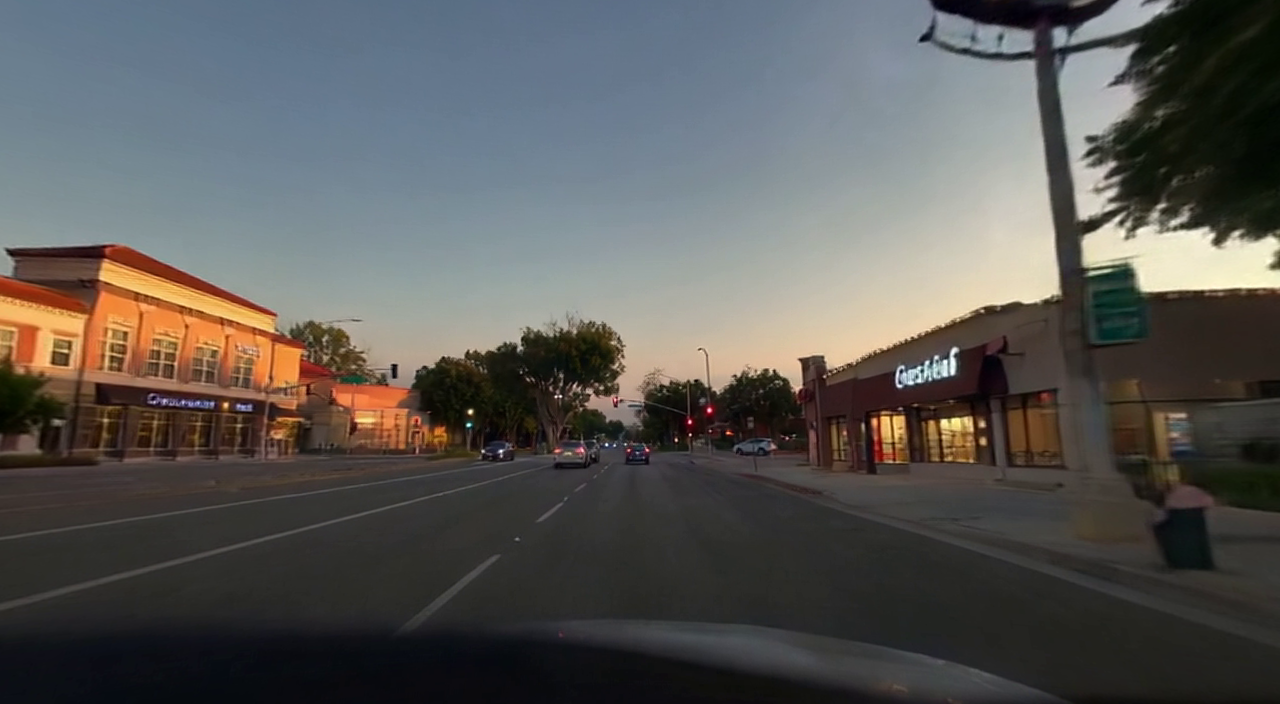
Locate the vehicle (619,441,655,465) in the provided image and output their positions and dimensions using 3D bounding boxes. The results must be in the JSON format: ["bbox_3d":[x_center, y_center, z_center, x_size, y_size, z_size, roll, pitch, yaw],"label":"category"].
[{"bbox_3d":[-0.170,6.792,42.637,2.258,1.507,3.896,0,-8,2],"label":"vehicle"}]

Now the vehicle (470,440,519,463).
[{"bbox_3d":[-9.928,6.879,43.456,2.096,1.474,4.585,-1,-9,2],"label":"vehicle"}]

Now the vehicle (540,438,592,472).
[{"bbox_3d":[-3.551,5.062,31.060,2.029,1.517,4.375,0,-9,0],"label":"vehicle"}]
